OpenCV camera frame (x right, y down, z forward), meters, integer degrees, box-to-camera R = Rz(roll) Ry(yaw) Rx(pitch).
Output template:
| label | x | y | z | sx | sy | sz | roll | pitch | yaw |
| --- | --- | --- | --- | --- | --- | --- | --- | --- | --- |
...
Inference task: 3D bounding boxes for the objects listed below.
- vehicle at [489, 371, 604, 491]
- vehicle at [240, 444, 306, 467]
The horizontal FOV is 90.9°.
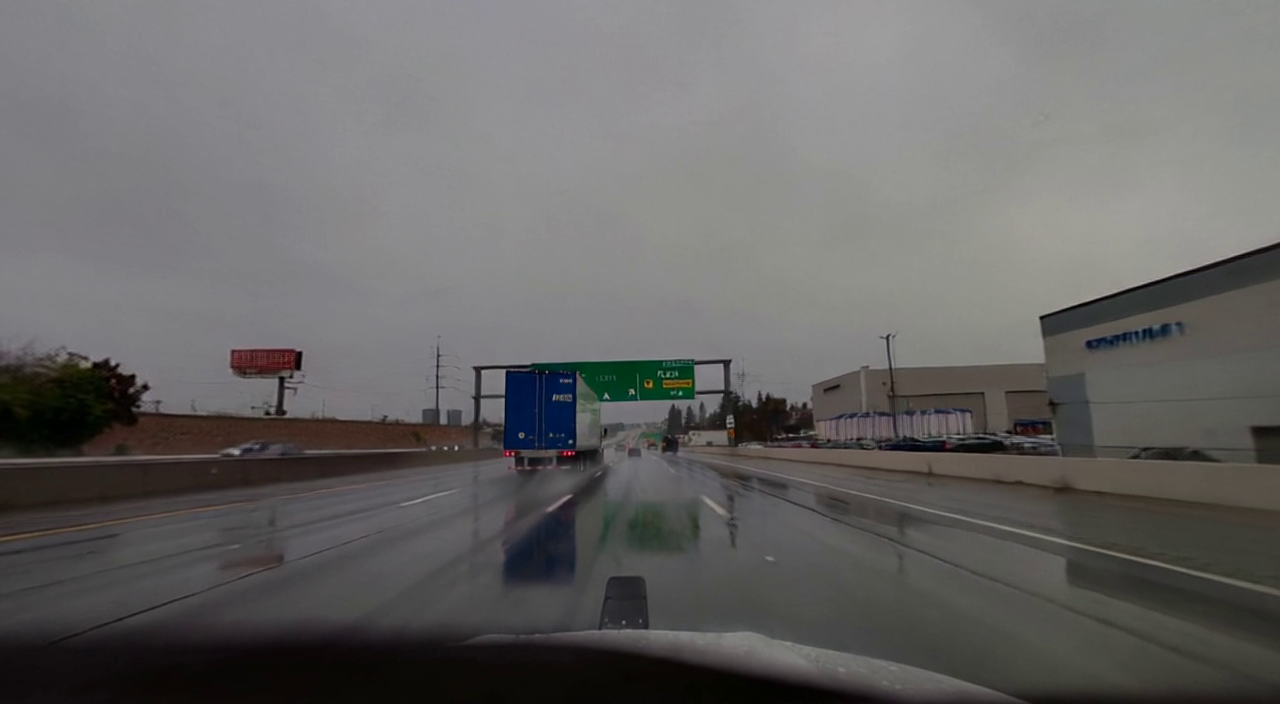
| label | x | y | z | sx | sy | sz | roll | pitch | yaw |
| --- | --- | --- | --- | --- | --- | --- | --- | --- | --- |
| vehicle | -3.469 | 3.239 | 26.239 | 2.977 | 4.048 | 8.890 | 1 | -7 | 2 |
| vehicle | -26.637 | 7.486 | 45.961 | 1.926 | 1.582 | 4.496 | 0 | -8 | 2 |
